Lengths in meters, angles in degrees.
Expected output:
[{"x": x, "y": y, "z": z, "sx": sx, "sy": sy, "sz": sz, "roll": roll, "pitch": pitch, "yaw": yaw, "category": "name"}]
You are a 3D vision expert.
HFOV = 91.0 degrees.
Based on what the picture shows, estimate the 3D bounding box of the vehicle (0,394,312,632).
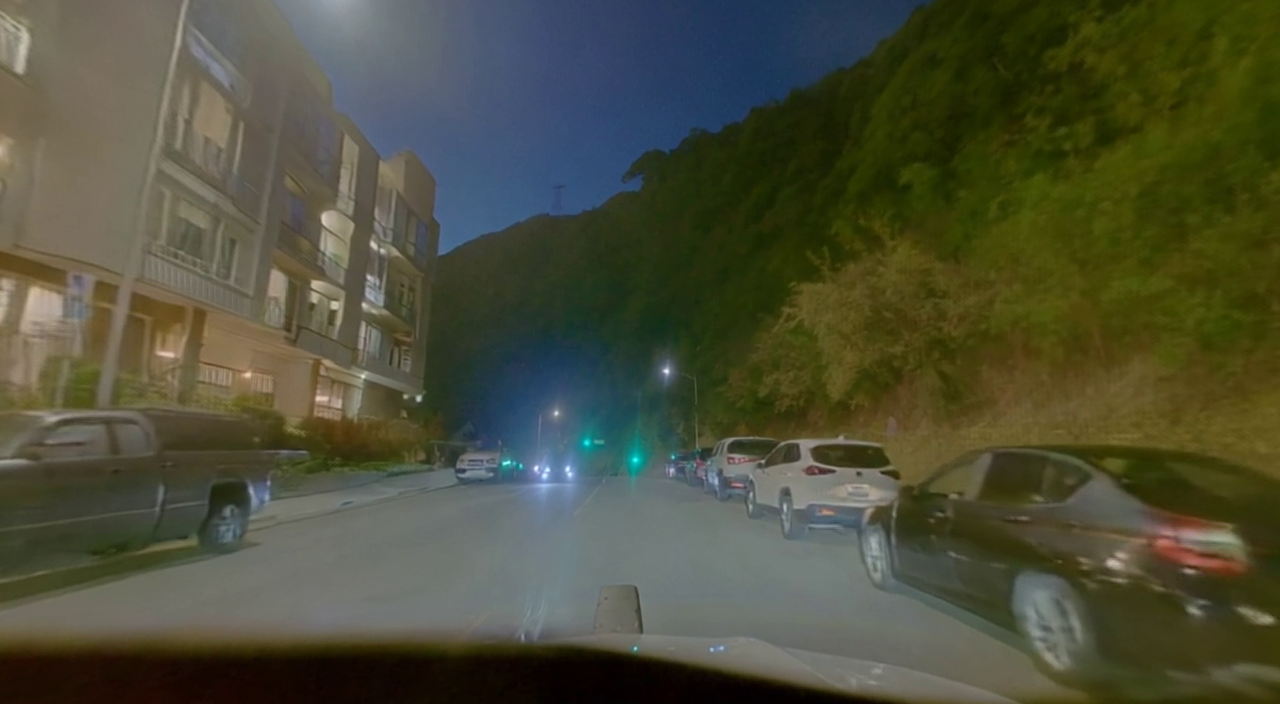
[{"x": -6.170, "y": 1.505, "z": 6.577, "sx": 2.374, "sy": 1.843, "sz": 5.638, "roll": 0, "pitch": -9, "yaw": 1, "category": "vehicle"}]

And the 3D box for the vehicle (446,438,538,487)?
[{"x": -6.429, "y": 4.885, "z": 28.227, "sx": 2.692, "sy": 1.949, "sz": 5.948, "roll": 0, "pitch": -9, "yaw": 0, "category": "vehicle"}]

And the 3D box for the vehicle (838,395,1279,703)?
[{"x": 3.229, "y": 1.306, "z": 4.721, "sx": 1.926, "sy": 1.602, "sz": 4.433, "roll": 0, "pitch": -9, "yaw": -1, "category": "vehicle"}]

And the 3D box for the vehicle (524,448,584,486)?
[{"x": -3.619, "y": 4.940, "z": 27.350, "sx": 1.856, "sy": 1.474, "sz": 4.522, "roll": 0, "pitch": -9, "yaw": 1, "category": "vehicle"}]

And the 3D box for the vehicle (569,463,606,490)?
[{"x": -3.384, "y": 8.273, "z": 41.547, "sx": 2.102, "sy": 1.621, "sz": 4.627, "roll": 0, "pitch": -13, "yaw": -1, "category": "vehicle"}]
